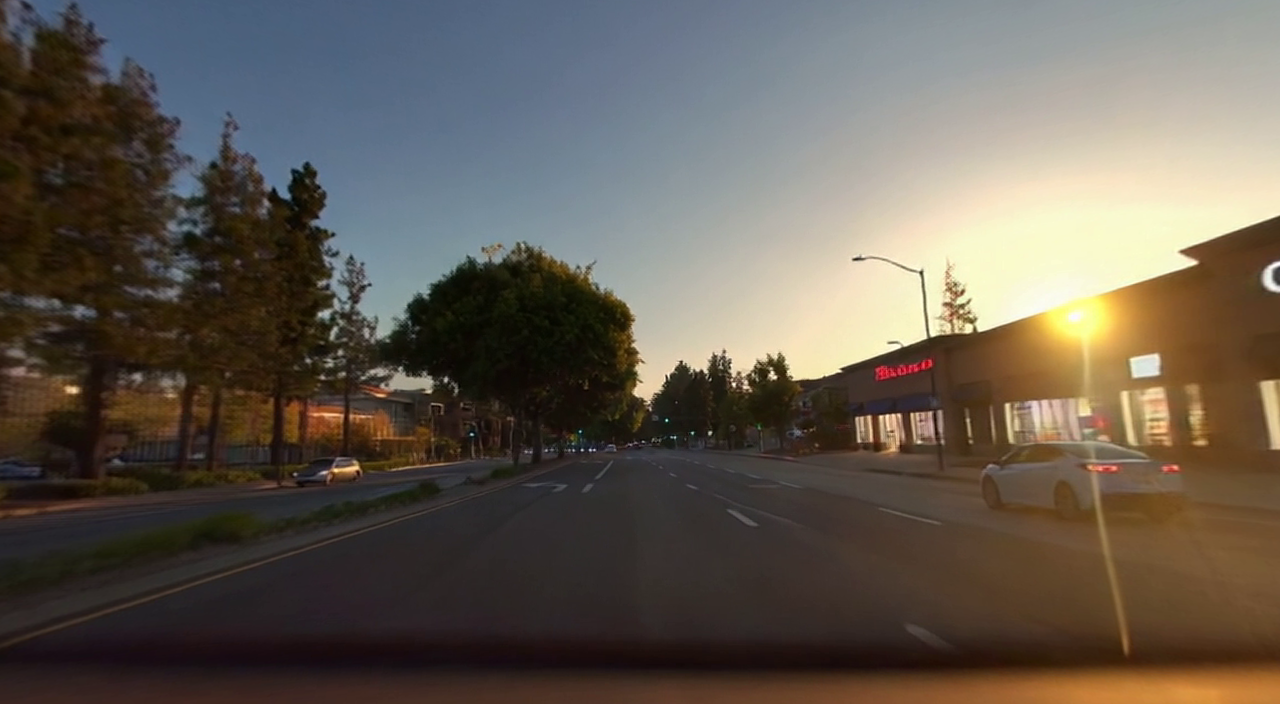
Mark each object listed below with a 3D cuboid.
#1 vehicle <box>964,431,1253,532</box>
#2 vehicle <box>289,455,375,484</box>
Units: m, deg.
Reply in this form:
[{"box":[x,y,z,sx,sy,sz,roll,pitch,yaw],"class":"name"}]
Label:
[{"box":[8.023,2.231,11.501,1.936,1.460,4.258,0,-8,-1],"class":"vehicle"},{"box":[-17.473,6.622,35.816,4.523,1.494,1.857,-4,-9,25],"class":"vehicle"}]
